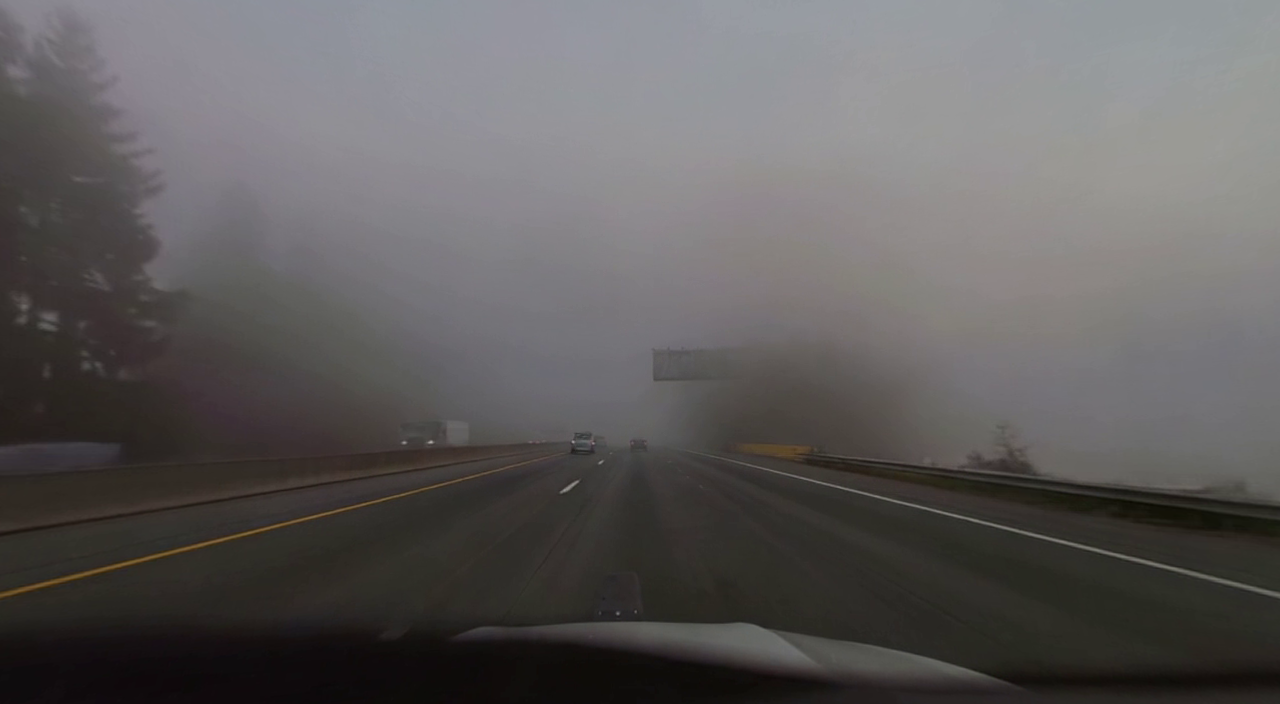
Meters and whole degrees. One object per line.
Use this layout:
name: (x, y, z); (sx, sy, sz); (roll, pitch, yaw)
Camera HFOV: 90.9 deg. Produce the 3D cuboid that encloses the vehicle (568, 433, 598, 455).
vehicle: (-4.506, 7.286, 49.990); (2.003, 1.626, 4.256); (0, -8, 0)
